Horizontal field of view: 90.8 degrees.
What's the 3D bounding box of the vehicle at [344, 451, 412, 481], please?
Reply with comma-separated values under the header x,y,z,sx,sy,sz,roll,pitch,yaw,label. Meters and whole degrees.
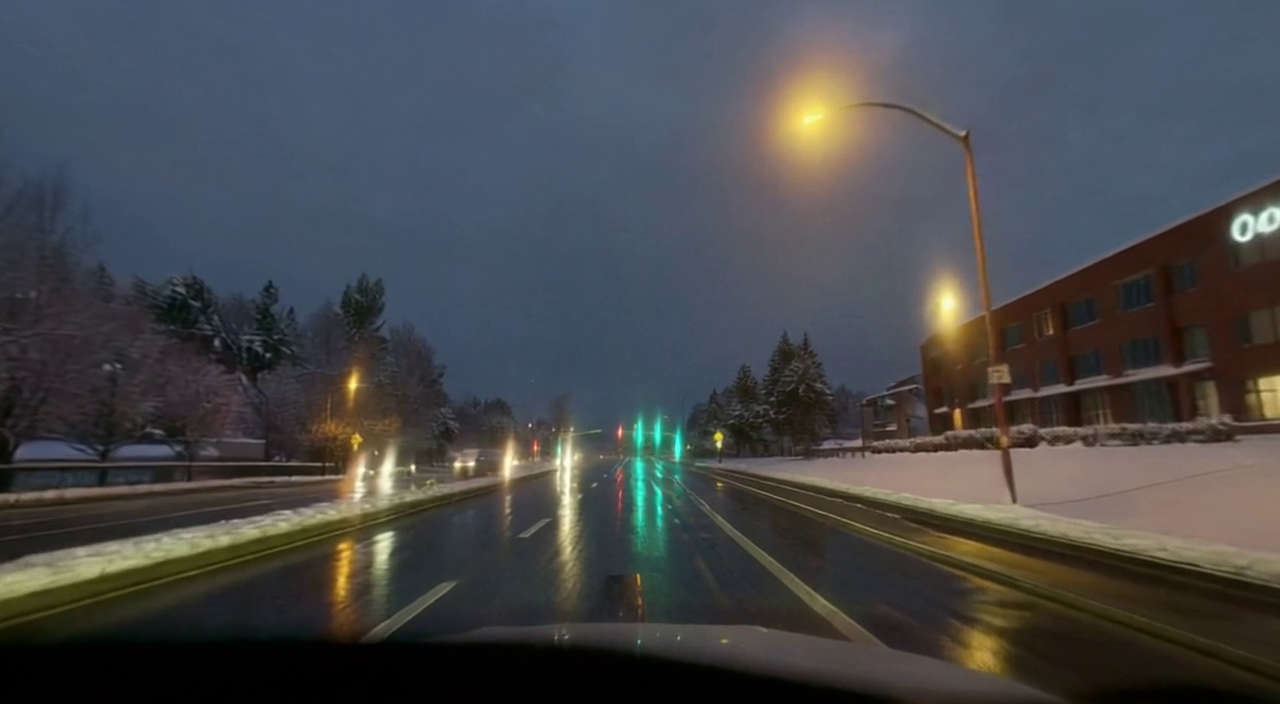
x,y,z,sx,sy,sz,roll,pitch,yaw,label
-15.085,6.569,36.645,1.819,1.552,4.361,-1,-8,4,vehicle
